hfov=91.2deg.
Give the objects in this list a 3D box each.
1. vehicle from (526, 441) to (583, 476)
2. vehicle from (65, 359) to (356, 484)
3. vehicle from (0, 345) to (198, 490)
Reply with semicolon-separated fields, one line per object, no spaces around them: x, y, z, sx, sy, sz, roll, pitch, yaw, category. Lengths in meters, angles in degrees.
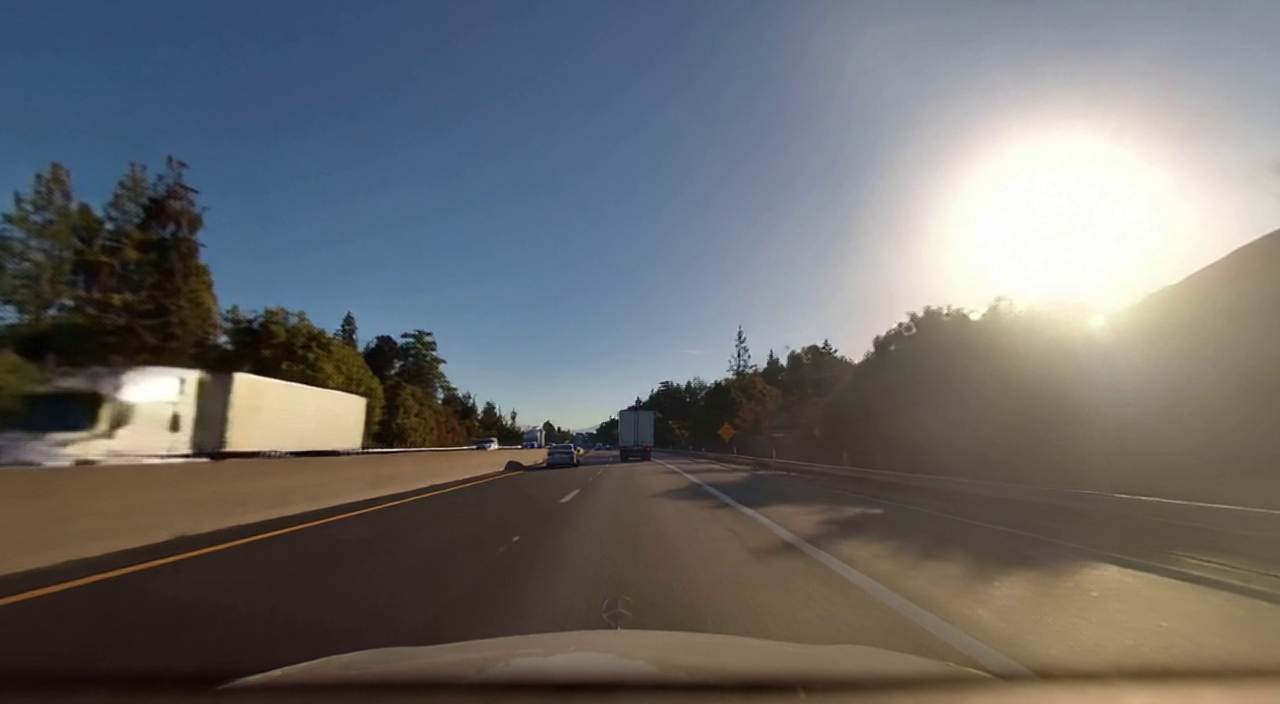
-3.939;5.023;29.687;2.057;1.519;4.372;0;-9;0;vehicle
-17.269;3.342;27.625;3.275;4.097;13.776;0;-9;-1;vehicle
-17.143;2.155;20.067;3.116;4.225;3.440;0;-9;-1;vehicle
